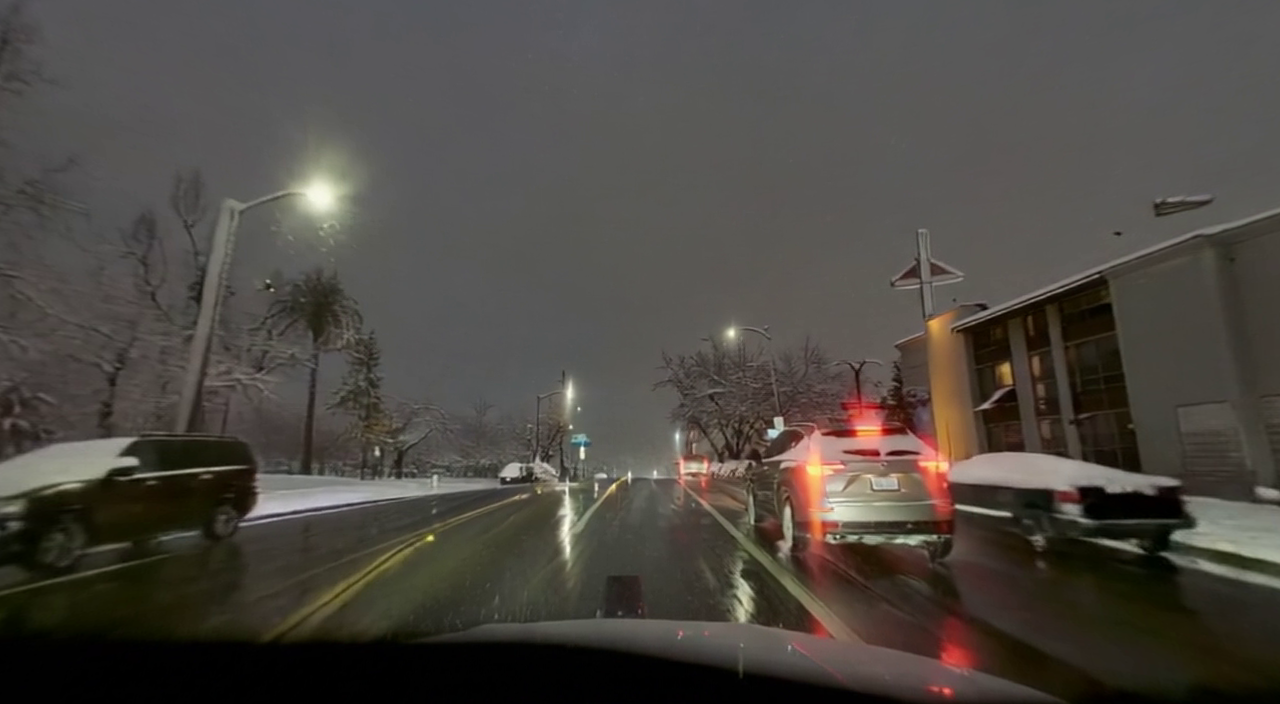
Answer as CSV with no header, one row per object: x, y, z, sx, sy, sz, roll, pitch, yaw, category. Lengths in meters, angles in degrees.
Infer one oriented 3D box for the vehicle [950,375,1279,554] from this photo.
5.789,1.566,7.421,1.815,1.220,5.003,-6,-20,0,vehicle

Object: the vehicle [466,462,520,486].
-9.198,7.678,39.927,2.118,1.305,4.687,-2,-9,2,vehicle

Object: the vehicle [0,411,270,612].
-8.103,2.096,9.180,2.100,2.227,5.094,-1,-8,3,vehicle

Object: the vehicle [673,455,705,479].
3.719,8.773,48.365,2.196,1.655,3.939,0,-8,2,vehicle

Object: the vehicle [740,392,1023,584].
2.708,1.642,8.401,1.995,1.858,4.333,0,-8,0,vehicle
